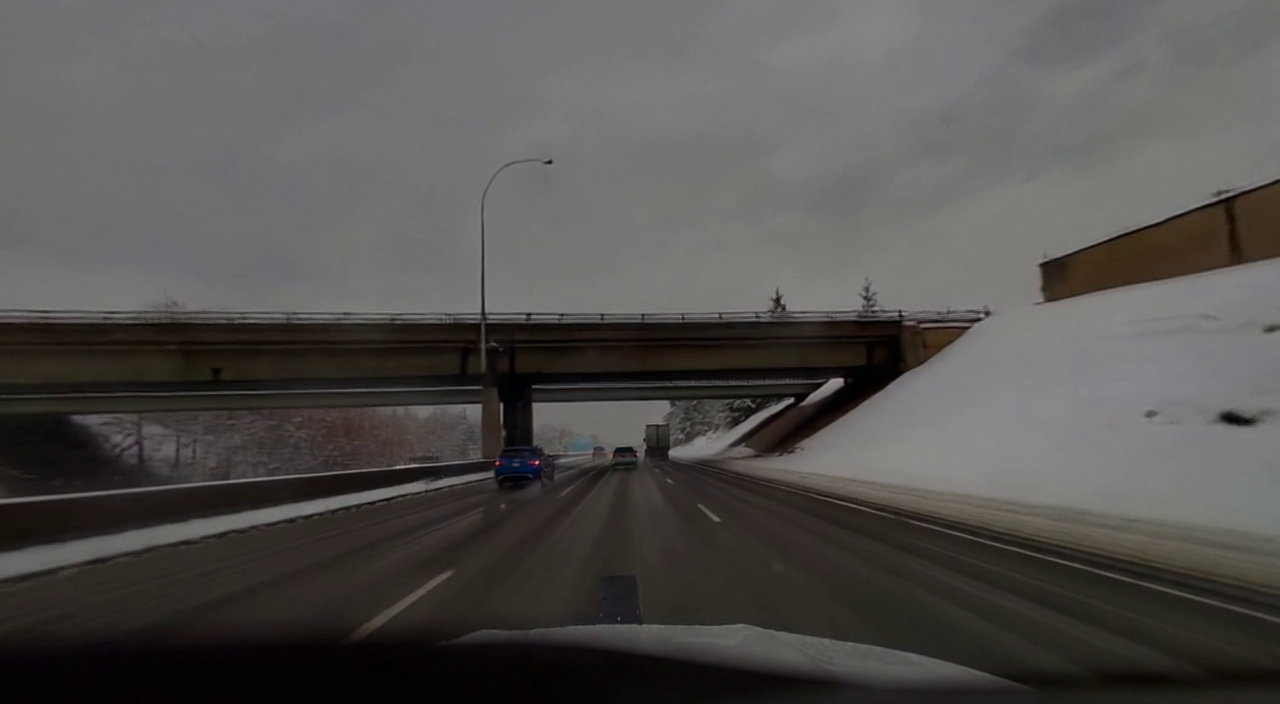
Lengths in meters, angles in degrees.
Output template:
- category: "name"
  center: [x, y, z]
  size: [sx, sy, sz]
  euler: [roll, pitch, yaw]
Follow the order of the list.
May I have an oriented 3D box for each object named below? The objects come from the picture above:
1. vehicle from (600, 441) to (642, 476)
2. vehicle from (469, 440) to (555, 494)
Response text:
- category: "vehicle"
  center: [-0.941, 5.456, 32.295]
  size: [2.004, 1.615, 4.113]
  euler: [0, -9, -1]
- category: "vehicle"
  center: [-4.060, 3.713, 20.535]
  size: [1.987, 1.548, 3.981]
  euler: [0, -9, 0]
